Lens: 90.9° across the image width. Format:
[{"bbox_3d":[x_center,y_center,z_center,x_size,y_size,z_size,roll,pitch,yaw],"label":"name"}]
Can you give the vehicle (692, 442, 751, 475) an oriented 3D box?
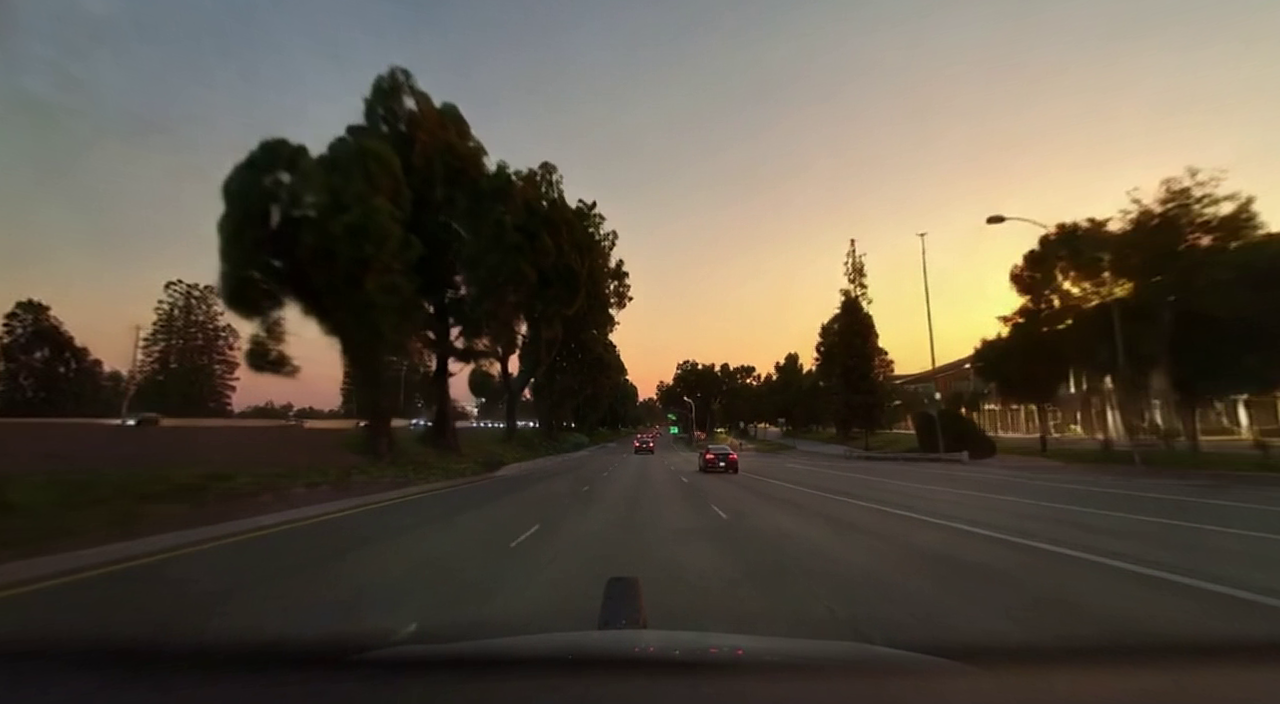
[{"bbox_3d":[3.670,4.909,29.337,2.069,1.431,4.313,0,-8,-1],"label":"vehicle"}]
